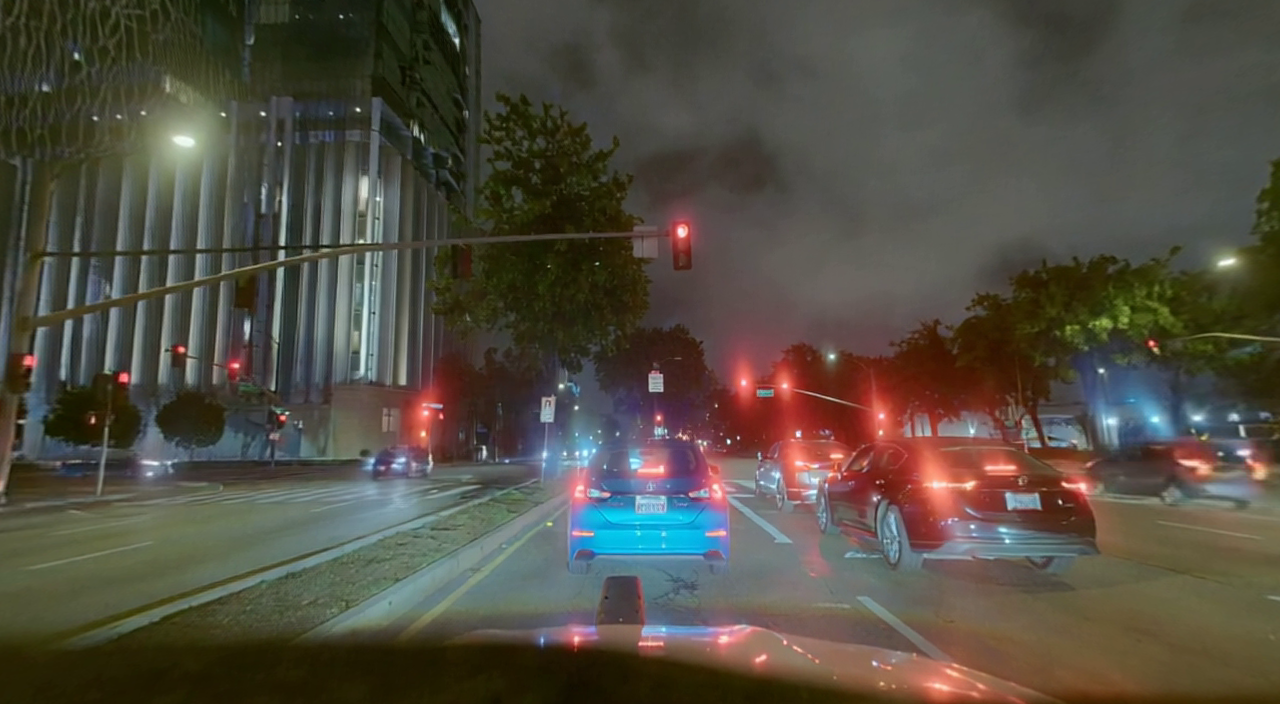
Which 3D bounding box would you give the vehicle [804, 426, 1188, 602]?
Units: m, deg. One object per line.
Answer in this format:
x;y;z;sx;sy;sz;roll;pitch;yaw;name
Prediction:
3.649;1.739;7.743;2.018;1.491;4.544;0;-9;-1;vehicle

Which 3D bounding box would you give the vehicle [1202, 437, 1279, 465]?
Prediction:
35.201;5.638;36.129;4.190;1.535;1.998;0;-9;-1;vehicle

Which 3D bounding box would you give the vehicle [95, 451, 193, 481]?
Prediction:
-26.655;6.125;34.034;3.657;1.528;1.783;1;-9;-3;vehicle

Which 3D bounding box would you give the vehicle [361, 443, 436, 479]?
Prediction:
-12.124;5.493;32.105;2.009;1.642;4.482;0;-9;0;vehicle

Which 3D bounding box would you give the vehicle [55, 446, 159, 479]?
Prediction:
-31.188;6.452;37.050;4.147;1.873;1.961;0;-9;-3;vehicle

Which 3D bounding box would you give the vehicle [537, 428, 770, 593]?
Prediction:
0.086;1.732;7.743;2.087;1.468;4.014;0;-9;-1;vehicle
